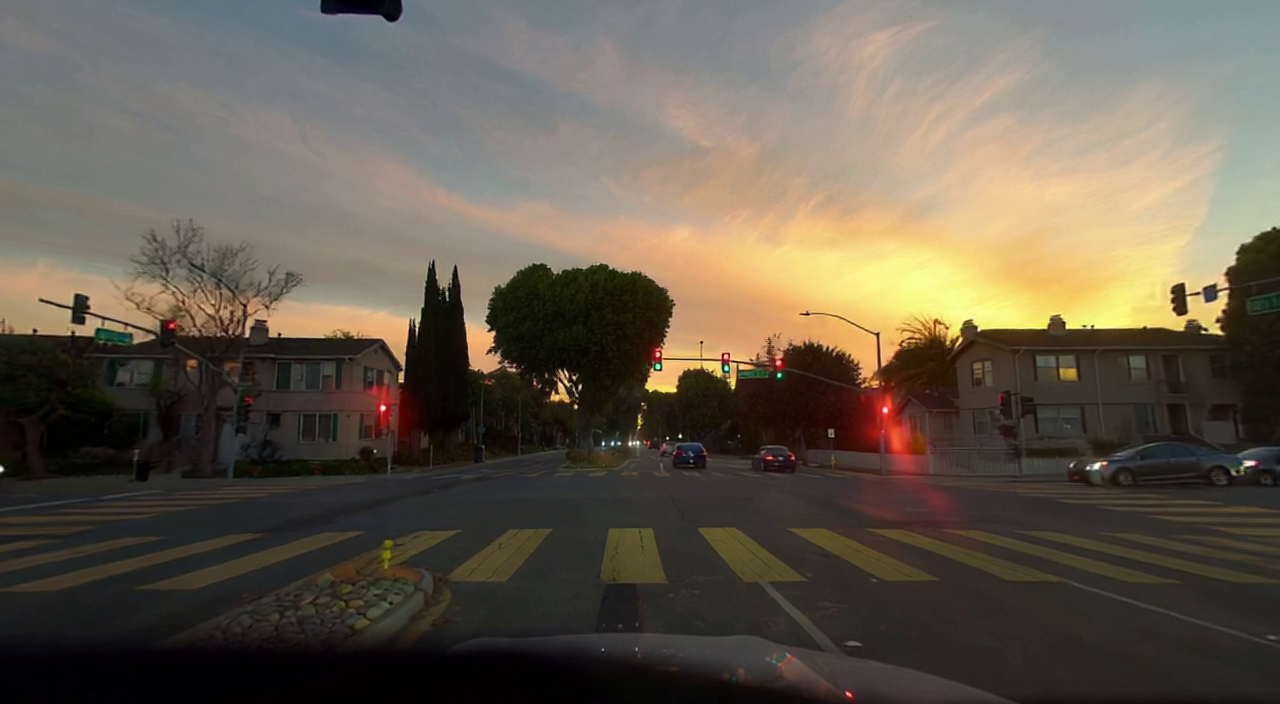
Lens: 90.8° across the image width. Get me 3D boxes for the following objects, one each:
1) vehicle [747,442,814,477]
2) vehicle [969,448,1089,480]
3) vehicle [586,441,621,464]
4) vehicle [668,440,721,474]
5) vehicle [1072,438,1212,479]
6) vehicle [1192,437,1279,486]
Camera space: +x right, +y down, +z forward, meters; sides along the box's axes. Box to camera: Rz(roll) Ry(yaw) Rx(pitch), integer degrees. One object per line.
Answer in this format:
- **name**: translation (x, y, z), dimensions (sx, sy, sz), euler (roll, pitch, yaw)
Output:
- **vehicle**: translation (6.290, 4.870, 28.867), dimensions (1.908, 1.450, 4.564), euler (0, -9, -1)
- **vehicle**: translation (19.754, 5.696, 32.222), dimensions (4.874, 1.544, 1.779), euler (0, -9, 1)
- **vehicle**: translation (-2.374, 6.715, 42.286), dimensions (2.045, 1.484, 3.991), euler (0, -9, 0)
- **vehicle**: translation (2.554, 5.060, 30.671), dimensions (2.079, 1.473, 4.748), euler (0, -9, -1)
- **vehicle**: translation (23.517, 4.989, 29.740), dimensions (4.807, 1.835, 2.033), euler (0, -9, -1)
- **vehicle**: translation (23.646, 4.040, 23.461), dimensions (4.417, 1.725, 1.969), euler (0, -9, -1)
